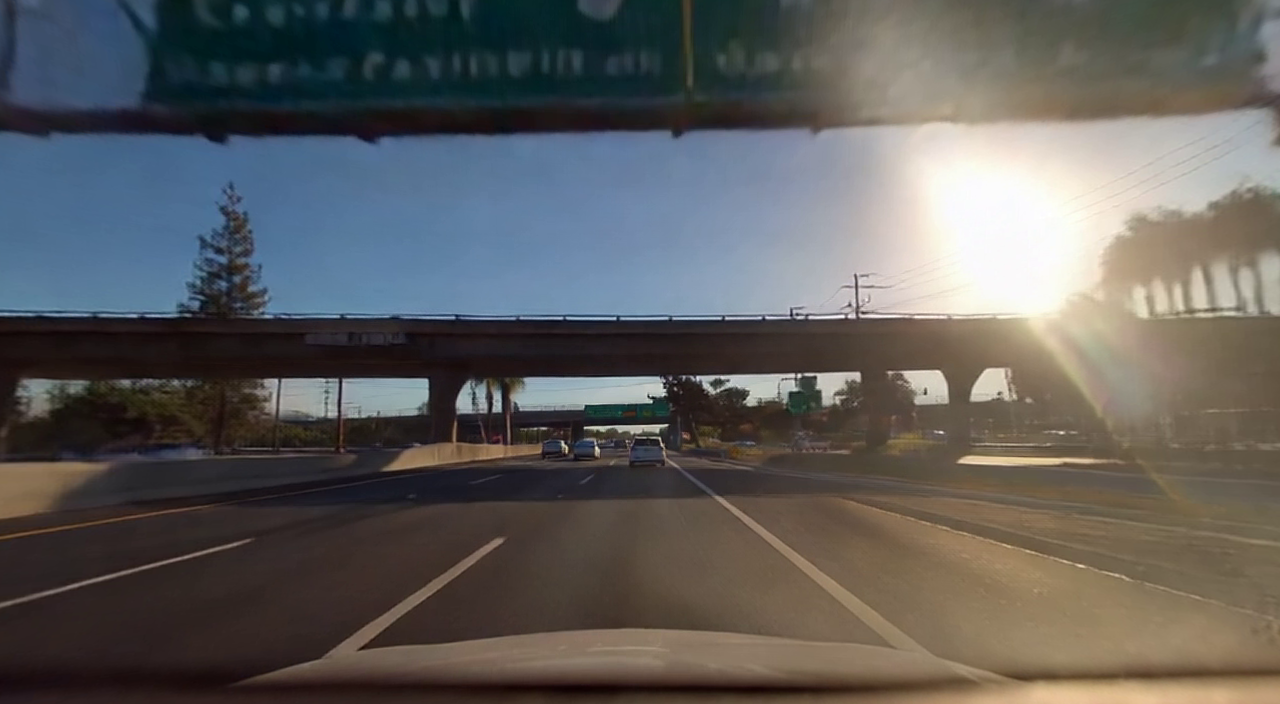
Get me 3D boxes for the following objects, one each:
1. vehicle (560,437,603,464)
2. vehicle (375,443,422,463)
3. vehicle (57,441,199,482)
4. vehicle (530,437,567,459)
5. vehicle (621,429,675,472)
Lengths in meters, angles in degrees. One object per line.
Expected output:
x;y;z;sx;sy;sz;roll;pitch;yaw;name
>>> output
-3.363;5.773;37.125;2.056;1.464;4.564;0;-8;1;vehicle
-17.728;7.416;46.500;1.760;1.433;4.294;0;-8;1;vehicle
-21.309;4.536;26.572;1.912;1.545;4.794;0;-8;1;vehicle
-7.206;7.578;49.990;2.139;1.653;4.614;0;-8;2;vehicle
0.290;4.222;27.125;2.152;1.697;4.066;0;-8;0;vehicle
